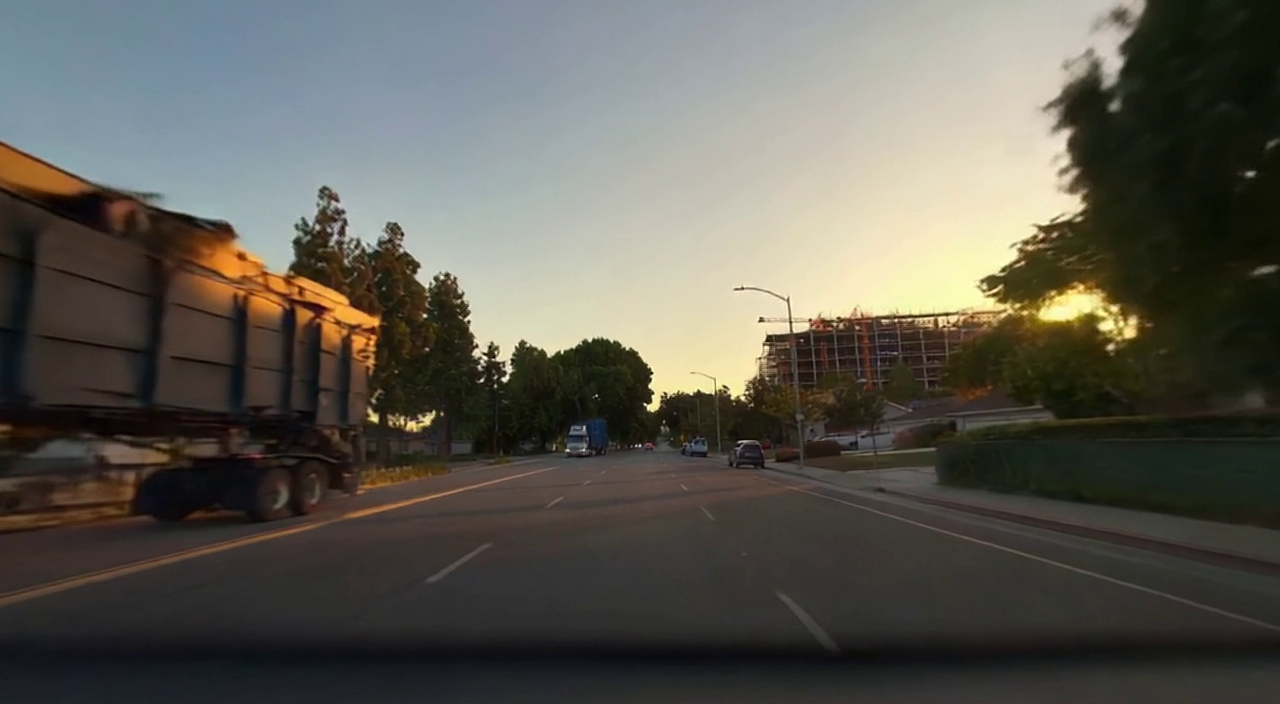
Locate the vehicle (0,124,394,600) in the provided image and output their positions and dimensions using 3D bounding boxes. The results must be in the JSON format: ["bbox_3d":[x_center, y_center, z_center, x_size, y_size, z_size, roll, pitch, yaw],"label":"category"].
[{"bbox_3d":[-7.171,0.361,7.525,2.815,4.259,13.345,0,-8,1],"label":"vehicle"}]

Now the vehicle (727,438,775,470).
[{"bbox_3d":[6.982,6.477,39.970,2.169,1.880,4.849,0,-9,0],"label":"vehicle"}]
